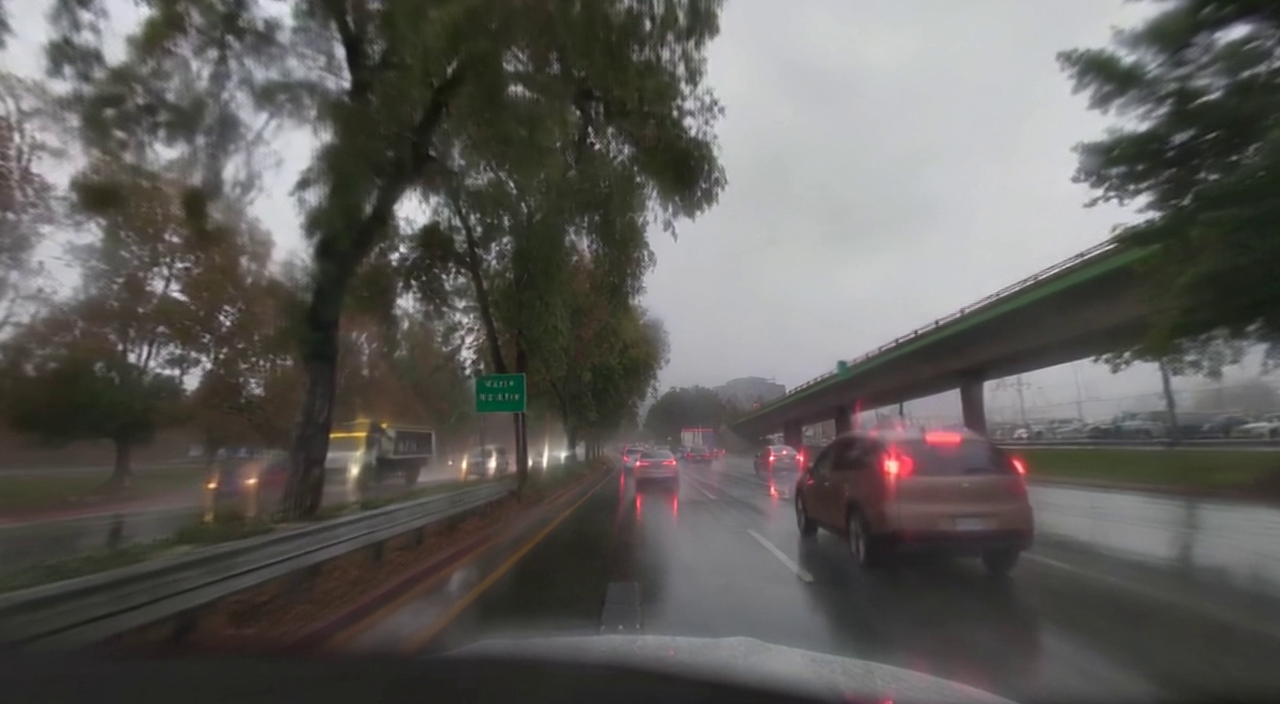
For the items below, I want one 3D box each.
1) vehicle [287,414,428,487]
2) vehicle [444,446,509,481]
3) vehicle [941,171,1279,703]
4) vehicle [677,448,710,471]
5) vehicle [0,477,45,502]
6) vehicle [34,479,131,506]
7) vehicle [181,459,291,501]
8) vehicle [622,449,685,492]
[{"bbox_3d":[-15.793,5.672,36.693,3.206,3.617,10.684,0,-9,0],"label":"vehicle"},{"bbox_3d":[-8.665,5.927,33.936,2.165,1.764,4.671,0,-9,1],"label":"vehicle"},{"bbox_3d":[3.431,0.541,1.921,2.588,2.321,4.927,0,-9,1],"label":"vehicle"},{"bbox_3d":[3.627,7.352,43.394,1.962,1.431,4.205,0,-9,0],"label":"vehicle"},{"bbox_3d":[-45.135,9.770,44.733,4.067,1.637,1.836,-1,-10,-1],"label":"vehicle"},{"bbox_3d":[-32.609,8.215,37.036,3.907,1.435,1.765,0,-9,-2],"label":"vehicle"},{"bbox_3d":[-19.118,6.043,30.227,2.091,1.771,4.727,0,-9,0],"label":"vehicle"},{"bbox_3d":[0.444,4.143,22.439,2.027,1.341,3.775,0,-9,0],"label":"vehicle"}]
